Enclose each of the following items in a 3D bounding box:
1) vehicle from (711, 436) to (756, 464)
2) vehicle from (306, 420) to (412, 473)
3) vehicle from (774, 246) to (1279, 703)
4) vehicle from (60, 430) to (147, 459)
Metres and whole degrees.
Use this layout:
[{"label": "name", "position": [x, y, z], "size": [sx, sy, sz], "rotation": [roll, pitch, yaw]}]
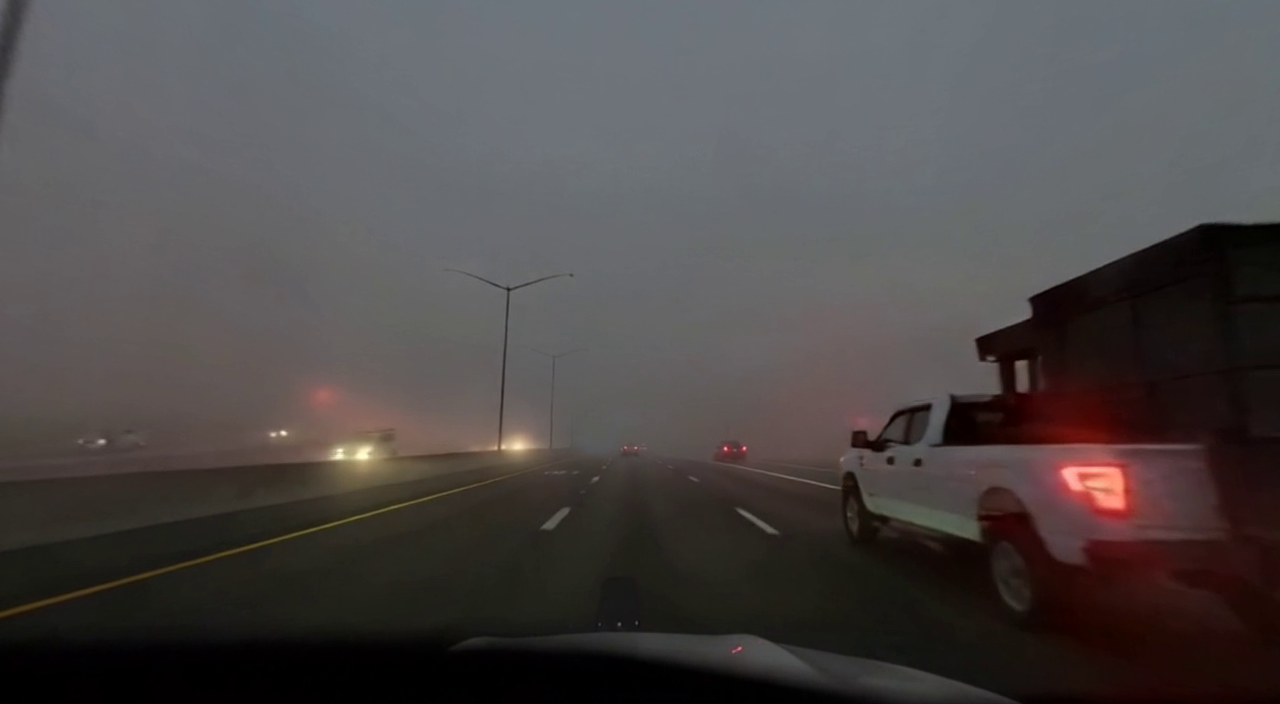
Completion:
[{"label": "vehicle", "position": [6.125, 6.504, 41.926], "size": [2.104, 1.723, 4.538], "rotation": [0, -8, -2]}, {"label": "vehicle", "position": [-14.003, 4.773, 32.053], "size": [2.437, 2.397, 6.468], "rotation": [0, -8, -1]}, {"label": "vehicle", "position": [3.677, 1.189, 6.130], "size": [2.981, 2.053, 7.897], "rotation": [0, -8, 0]}, {"label": "vehicle", "position": [-40.014, 6.914, 47.279], "size": [2.371, 2.008, 5.235], "rotation": [1, -9, -8]}]
